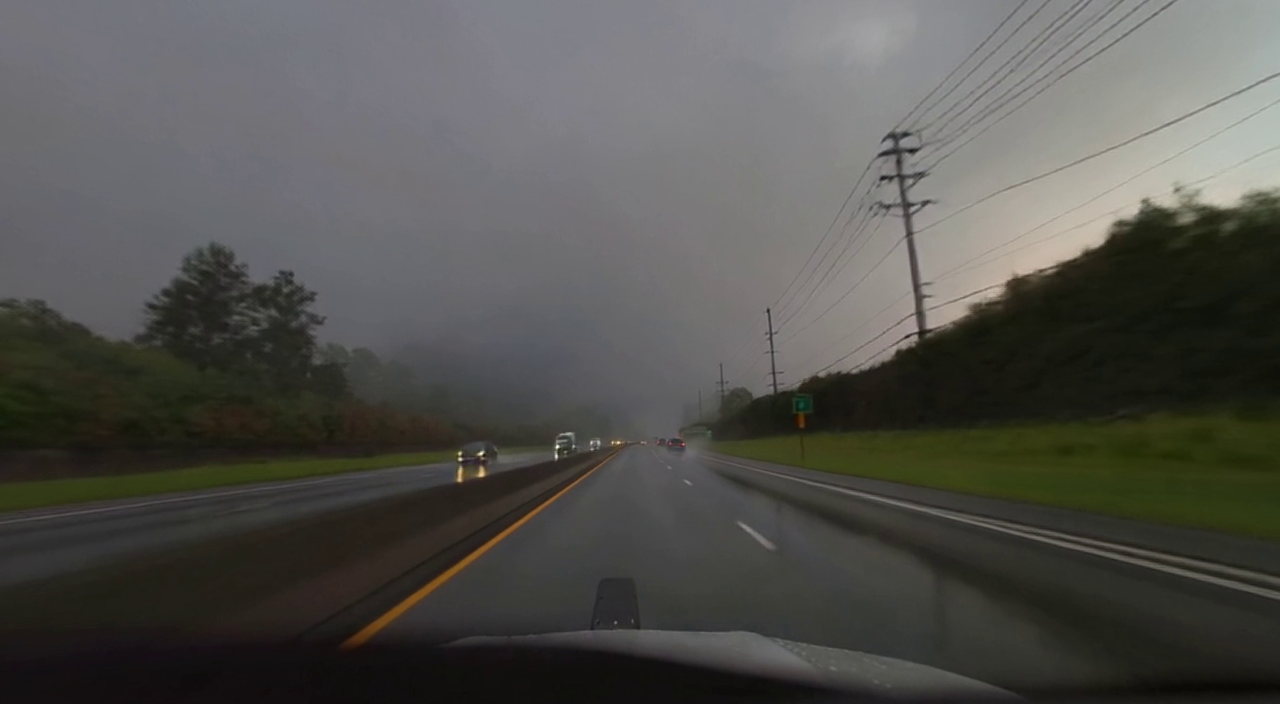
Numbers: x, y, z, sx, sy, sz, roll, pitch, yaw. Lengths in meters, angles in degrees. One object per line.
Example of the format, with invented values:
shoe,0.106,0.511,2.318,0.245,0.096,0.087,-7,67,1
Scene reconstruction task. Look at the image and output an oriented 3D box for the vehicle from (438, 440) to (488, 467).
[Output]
vehicle,-11.471,6.608,41.108,1.954,1.613,4.429,-1,-8,0
